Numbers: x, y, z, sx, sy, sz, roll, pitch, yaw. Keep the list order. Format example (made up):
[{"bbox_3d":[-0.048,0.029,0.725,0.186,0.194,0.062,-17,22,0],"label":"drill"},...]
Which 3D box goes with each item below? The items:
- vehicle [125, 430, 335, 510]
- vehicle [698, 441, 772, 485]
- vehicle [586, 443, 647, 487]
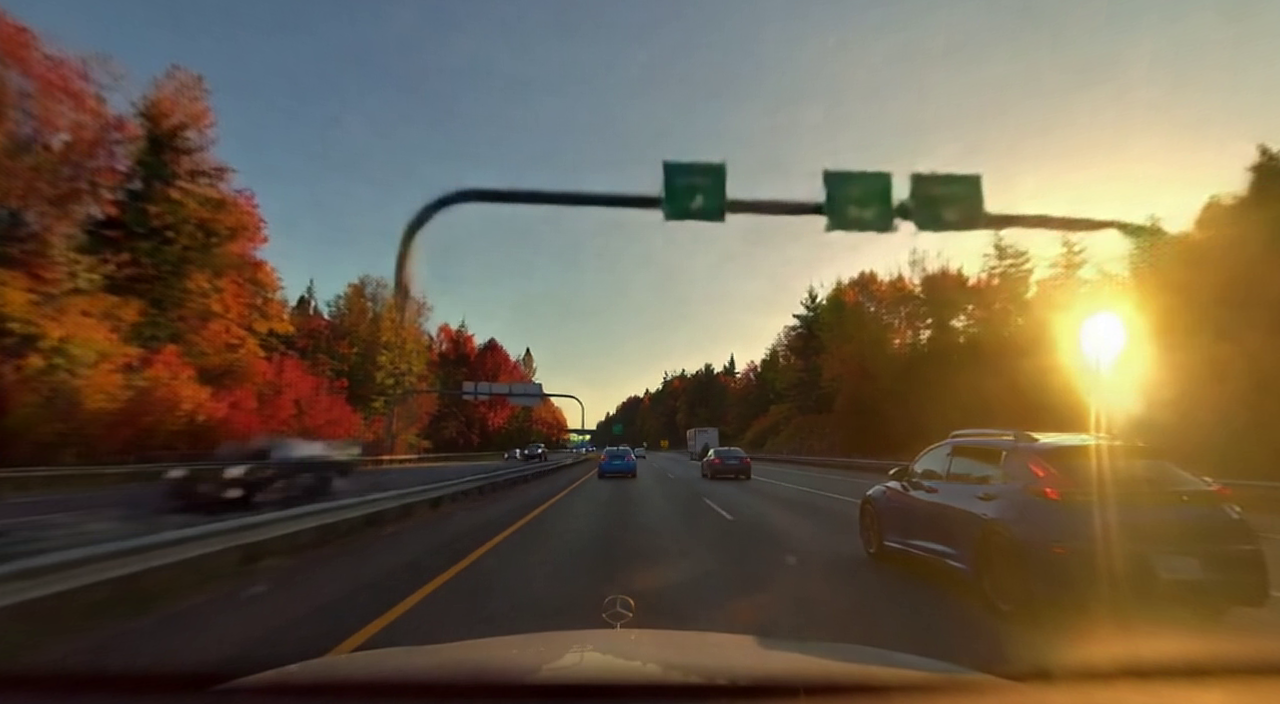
[{"bbox_3d":[-9.013,2.623,14.355,1.933,1.510,4.352,0,-9,-2],"label":"vehicle"},{"bbox_3d":[3.713,4.438,25.312,2.300,1.595,4.144,-1,-9,0],"label":"vehicle"},{"bbox_3d":[-0.858,4.324,24.382,2.128,1.516,4.410,0,-9,-1],"label":"vehicle"}]
